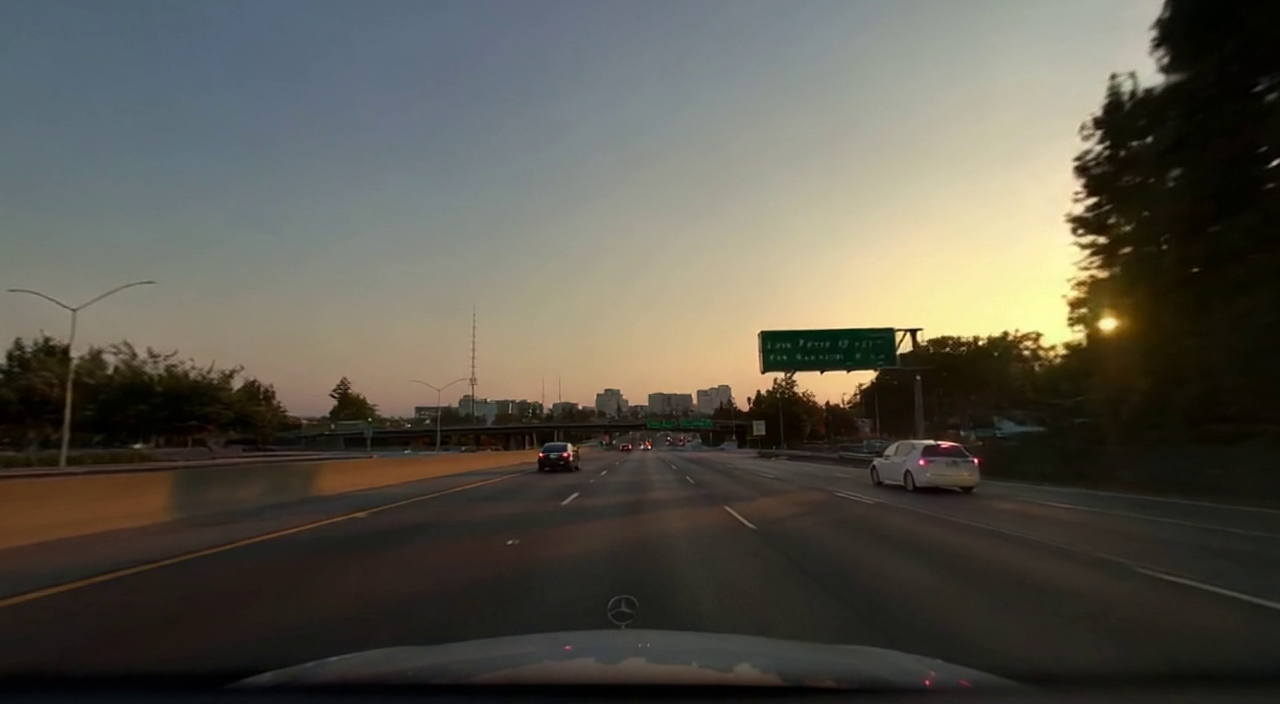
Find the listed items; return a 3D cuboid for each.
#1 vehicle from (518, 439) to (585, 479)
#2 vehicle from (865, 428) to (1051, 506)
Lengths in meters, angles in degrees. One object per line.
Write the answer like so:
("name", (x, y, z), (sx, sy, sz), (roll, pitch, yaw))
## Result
("vehicle", (-3.630, 4.519, 26.723), (2.055, 1.533, 4.604), (0, -8, 2))
("vehicle", (7.483, 2.756, 15.514), (2.032, 1.601, 4.863), (0, -8, 0))
